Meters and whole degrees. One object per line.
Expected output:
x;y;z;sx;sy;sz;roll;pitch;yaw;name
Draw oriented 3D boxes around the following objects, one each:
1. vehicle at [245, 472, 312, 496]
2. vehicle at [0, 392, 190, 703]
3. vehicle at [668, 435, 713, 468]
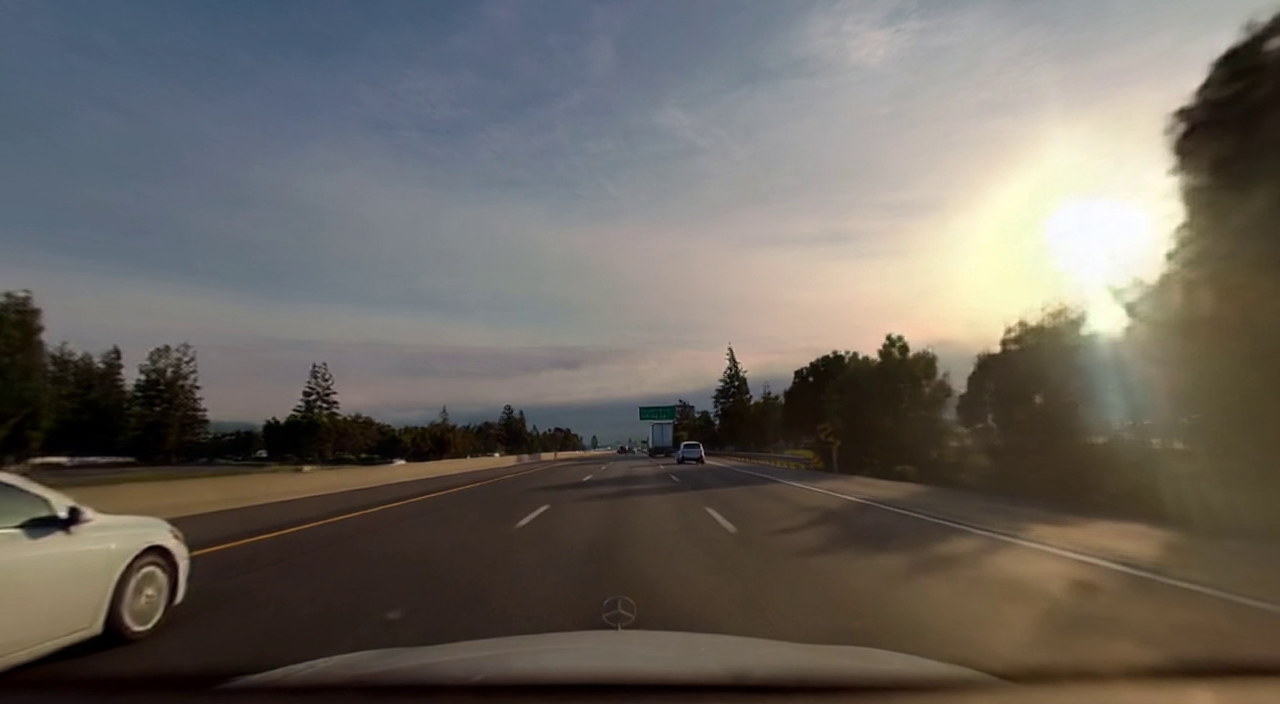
-27.565;10.071;48.411;2.104;1.431;4.891;0;-8;2;vehicle
-4.228;0.857;2.140;1.903;1.607;4.770;0;-8;0;vehicle
2.774;5.641;35.967;2.065;1.760;4.488;0;-8;-1;vehicle
